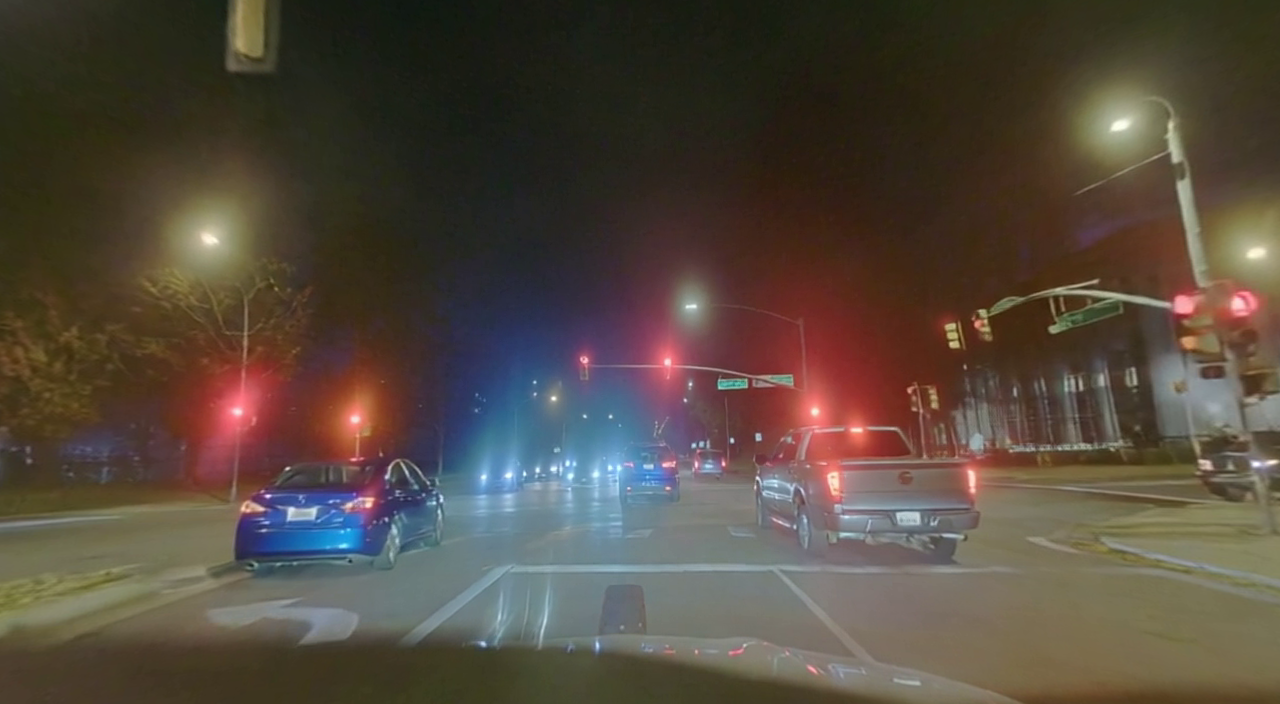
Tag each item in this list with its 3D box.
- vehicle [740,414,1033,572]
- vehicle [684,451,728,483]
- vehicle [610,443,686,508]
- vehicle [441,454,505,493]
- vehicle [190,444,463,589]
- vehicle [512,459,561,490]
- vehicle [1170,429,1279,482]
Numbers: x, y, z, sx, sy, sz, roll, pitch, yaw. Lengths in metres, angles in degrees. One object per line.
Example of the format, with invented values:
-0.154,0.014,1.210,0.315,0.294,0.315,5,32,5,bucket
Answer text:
3.404,2.111,10.515,2.571,1.857,5.841,0,-8,0,vehicle
4.321,7.585,42.091,2.408,1.908,5.355,0,-8,0,vehicle
0.262,3.722,19.544,2.113,1.768,3.901,0,-8,1,vehicle
-8.920,6.502,34.104,2.069,1.717,4.658,-4,-9,1,vehicle
-3.935,2.067,9.028,1.909,1.476,4.751,1,-8,-6,vehicle
-5.526,6.596,34.074,1.882,1.342,3.755,-4,-9,1,vehicle
25.048,4.095,25.259,5.370,1.974,2.299,-1,-9,3,vehicle
